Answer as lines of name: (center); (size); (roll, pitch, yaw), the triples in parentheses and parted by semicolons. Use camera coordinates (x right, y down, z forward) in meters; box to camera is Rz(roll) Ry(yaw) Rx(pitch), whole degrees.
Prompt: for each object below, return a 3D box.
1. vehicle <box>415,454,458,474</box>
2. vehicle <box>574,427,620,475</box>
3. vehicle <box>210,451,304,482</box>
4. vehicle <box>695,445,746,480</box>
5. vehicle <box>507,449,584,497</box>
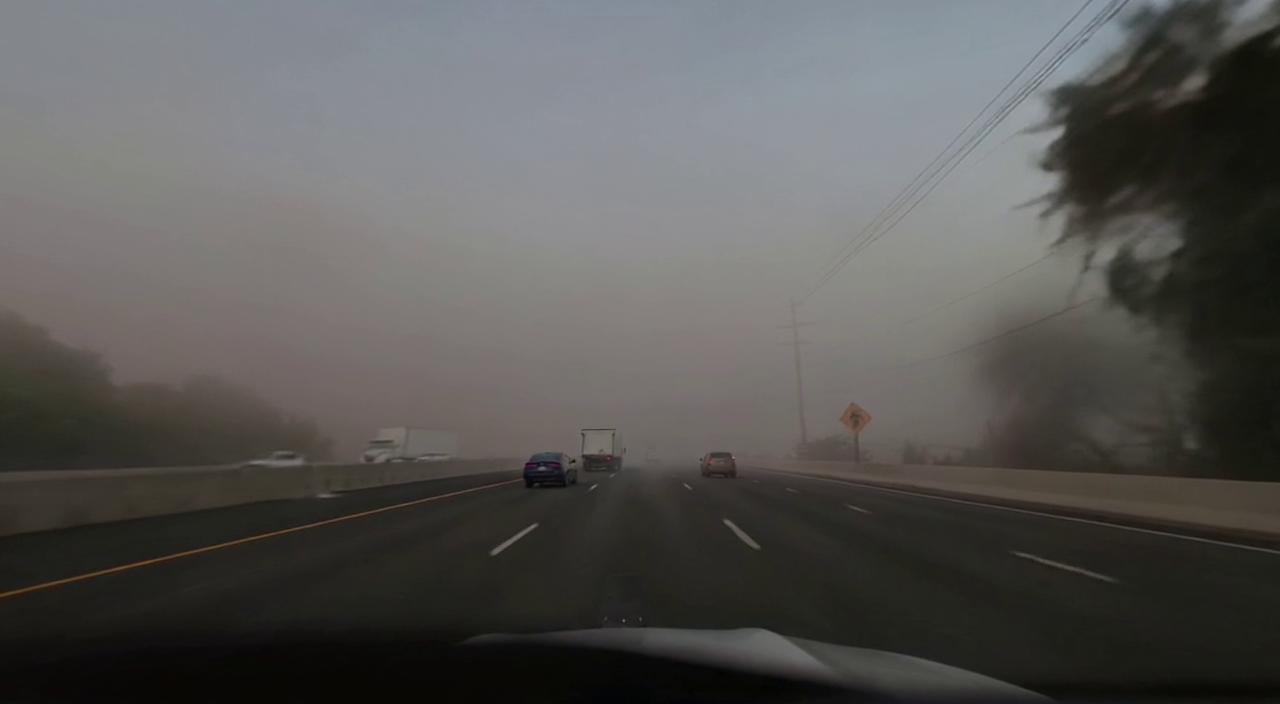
vehicle: (-14.969, 8.264, 46.514); (1.773, 1.382, 3.814); (0, -9, 2)
vehicle: (-2.933, 7.081, 45.282); (2.632, 3.153, 6.879); (0, -9, 2)
vehicle: (-19.251, 5.747, 31.902); (1.988, 1.452, 4.228); (0, -9, 2)
vehicle: (4.426, 6.177, 35.482); (2.214, 1.799, 4.627); (0, -9, -1)
vehicle: (-3.187, 4.156, 22.088); (2.004, 1.498, 4.043); (0, -9, 1)
